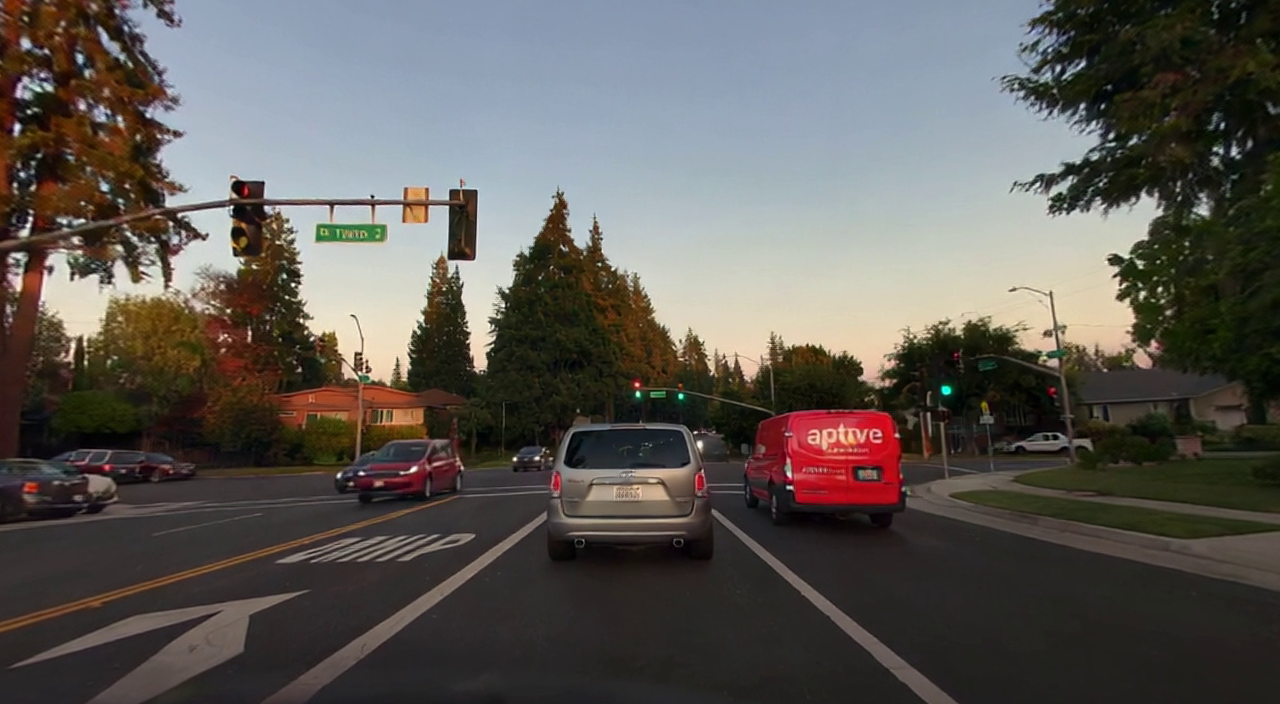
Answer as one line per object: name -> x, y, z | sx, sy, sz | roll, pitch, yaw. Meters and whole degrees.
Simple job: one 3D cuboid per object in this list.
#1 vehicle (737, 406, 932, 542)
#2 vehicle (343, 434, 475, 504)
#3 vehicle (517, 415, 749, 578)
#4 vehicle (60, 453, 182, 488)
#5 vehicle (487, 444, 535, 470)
vehicle -> 3.113, 2.057, 11.164 | 2.059, 1.924, 4.257 | 0, -8, 0
vehicle -> -6.582, 3.377, 18.556 | 2.070, 1.775, 4.703 | 0, -8, 0
vehicle -> -0.071, 1.777, 8.551 | 2.321, 1.624, 4.367 | 0, -8, 0
vehicle -> -25.257, 5.758, 30.707 | 4.073, 1.603, 1.920 | 1, -9, -8
vehicle -> -9.579, 7.790, 46.892 | 2.394, 1.815, 4.818 | 0, -9, 2
